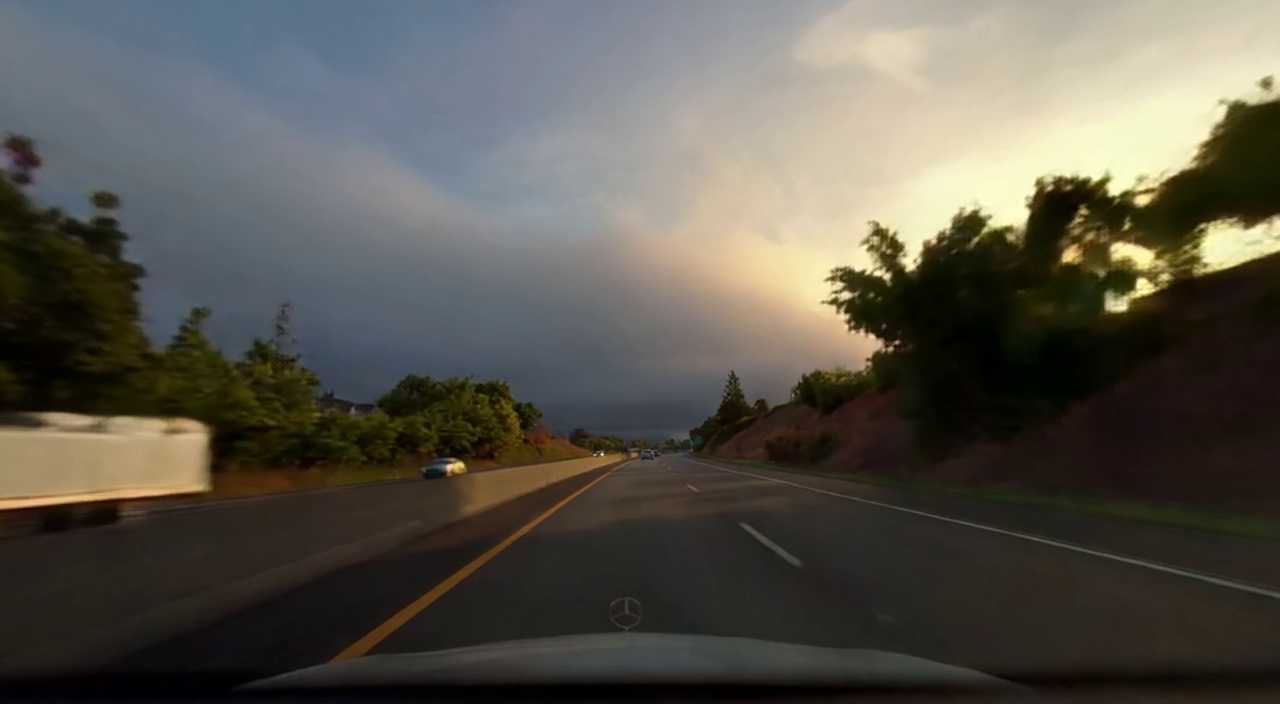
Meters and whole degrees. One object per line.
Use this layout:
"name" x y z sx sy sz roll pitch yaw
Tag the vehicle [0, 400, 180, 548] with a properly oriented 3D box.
"vehicle" -12.993 2.256 11.673 2.714 2.654 8.303 0 -9 0
